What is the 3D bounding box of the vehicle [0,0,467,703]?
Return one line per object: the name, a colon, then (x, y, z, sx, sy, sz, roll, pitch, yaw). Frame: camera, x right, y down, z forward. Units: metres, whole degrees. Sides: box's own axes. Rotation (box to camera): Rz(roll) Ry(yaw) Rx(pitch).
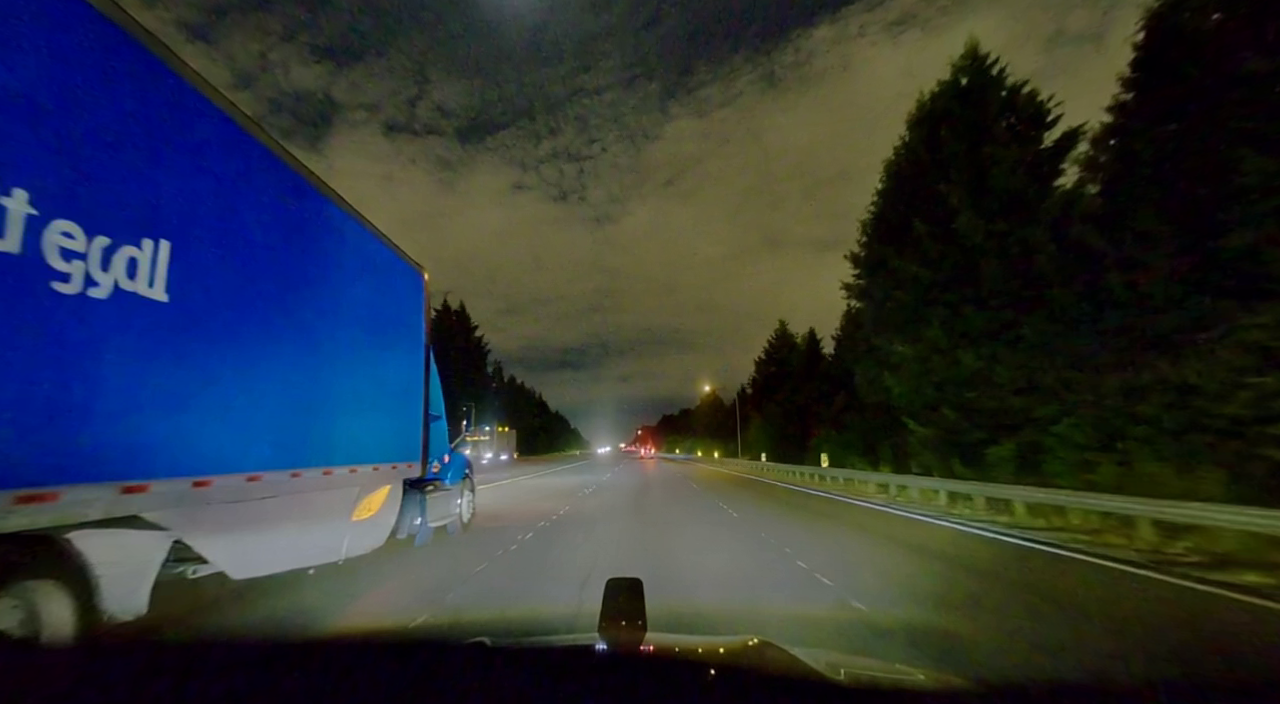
vehicle: (-3.501, 0.411, 4.036, 2.695, 3.151, 6.885, 0, -9, 1)
